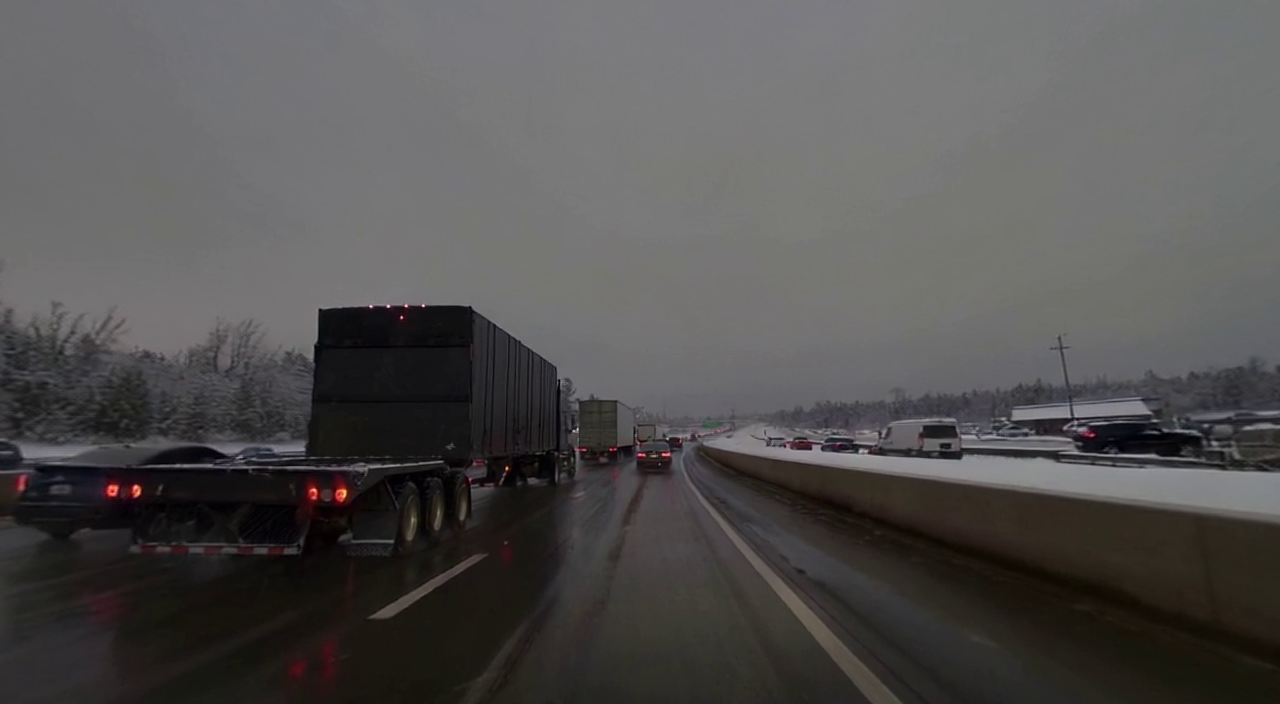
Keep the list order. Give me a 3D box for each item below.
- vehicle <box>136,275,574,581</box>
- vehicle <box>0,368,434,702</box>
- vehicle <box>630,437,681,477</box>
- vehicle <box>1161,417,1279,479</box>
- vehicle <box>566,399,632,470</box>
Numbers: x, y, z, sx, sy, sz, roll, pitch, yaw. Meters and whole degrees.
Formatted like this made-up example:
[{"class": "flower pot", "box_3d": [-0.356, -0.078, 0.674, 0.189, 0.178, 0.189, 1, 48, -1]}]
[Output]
[{"class": "vehicle", "box_3d": [-3.469, 1.443, 11.249, 3.020, 3.192, 9.194, -1, -9, 4]}, {"class": "vehicle", "box_3d": [-3.781, 1.208, 5.208, 2.896, 1.779, 3.441, 0, -8, 1]}, {"class": "vehicle", "box_3d": [0.733, 4.727, 28.538, 2.178, 1.640, 4.071, 0, -9, 2]}, {"class": "vehicle", "box_3d": [18.714, 2.787, 18.415, 4.725, 1.713, 2.110, -3, -9, 13]}, {"class": "vehicle", "box_3d": [-2.302, 5.289, 39.766, 3.073, 3.894, 9.782, -1, -9, 3]}]
